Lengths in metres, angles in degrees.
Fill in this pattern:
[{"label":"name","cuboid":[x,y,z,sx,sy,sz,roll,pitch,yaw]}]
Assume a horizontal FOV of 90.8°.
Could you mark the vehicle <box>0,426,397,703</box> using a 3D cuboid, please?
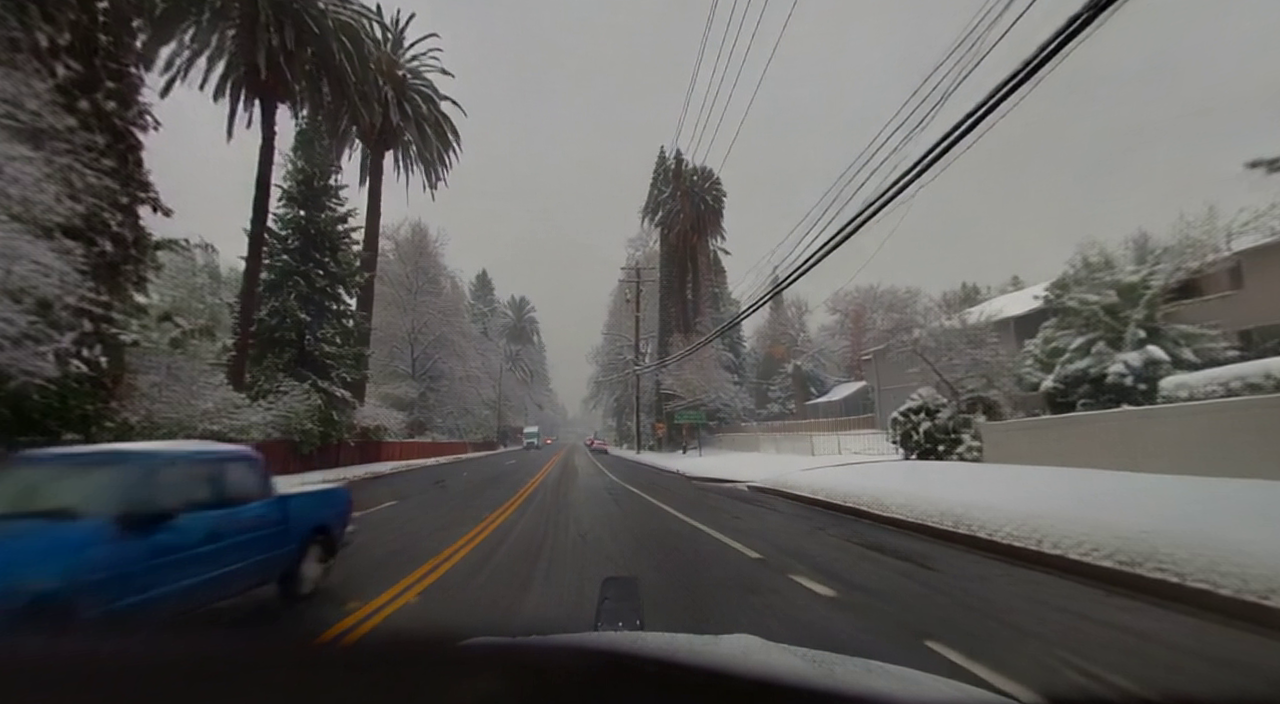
[{"label":"vehicle","cuboid":[-3.877,1.460,5.321,2.061,1.510,4.457,0,-9,-3]}]
